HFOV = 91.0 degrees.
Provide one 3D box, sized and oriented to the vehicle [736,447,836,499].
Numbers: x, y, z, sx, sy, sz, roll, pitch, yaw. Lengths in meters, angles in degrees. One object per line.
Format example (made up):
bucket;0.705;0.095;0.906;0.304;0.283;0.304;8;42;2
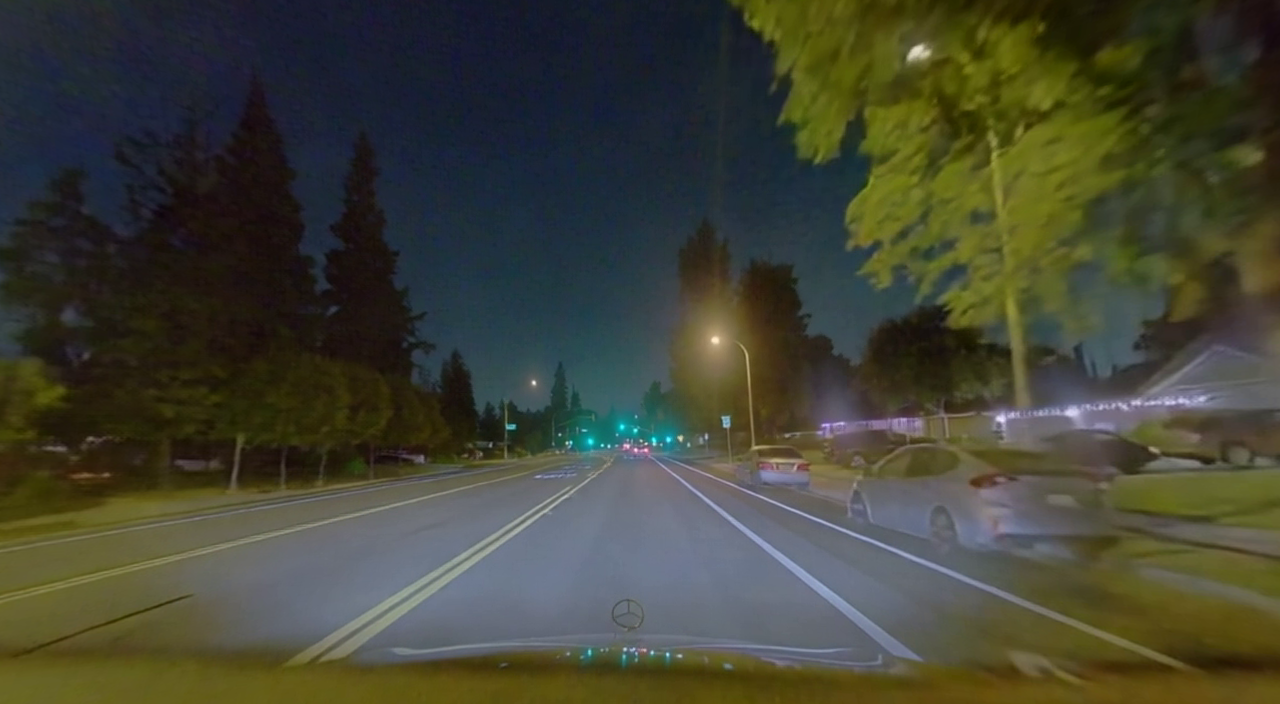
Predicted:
vehicle;4.558;3.834;20.537;1.980;1.465;4.970;0;-8;-1

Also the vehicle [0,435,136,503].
vehicle;-19.388;3.564;19.433;5.684;1.934;2.217;0;-8;1

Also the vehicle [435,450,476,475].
vehicle;-13.038;7.812;44.652;1.791;1.552;3.919;-3;-8;0

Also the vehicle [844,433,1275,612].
vehicle;4.420;1.831;7.899;1.999;1.512;4.826;0;-8;-2
